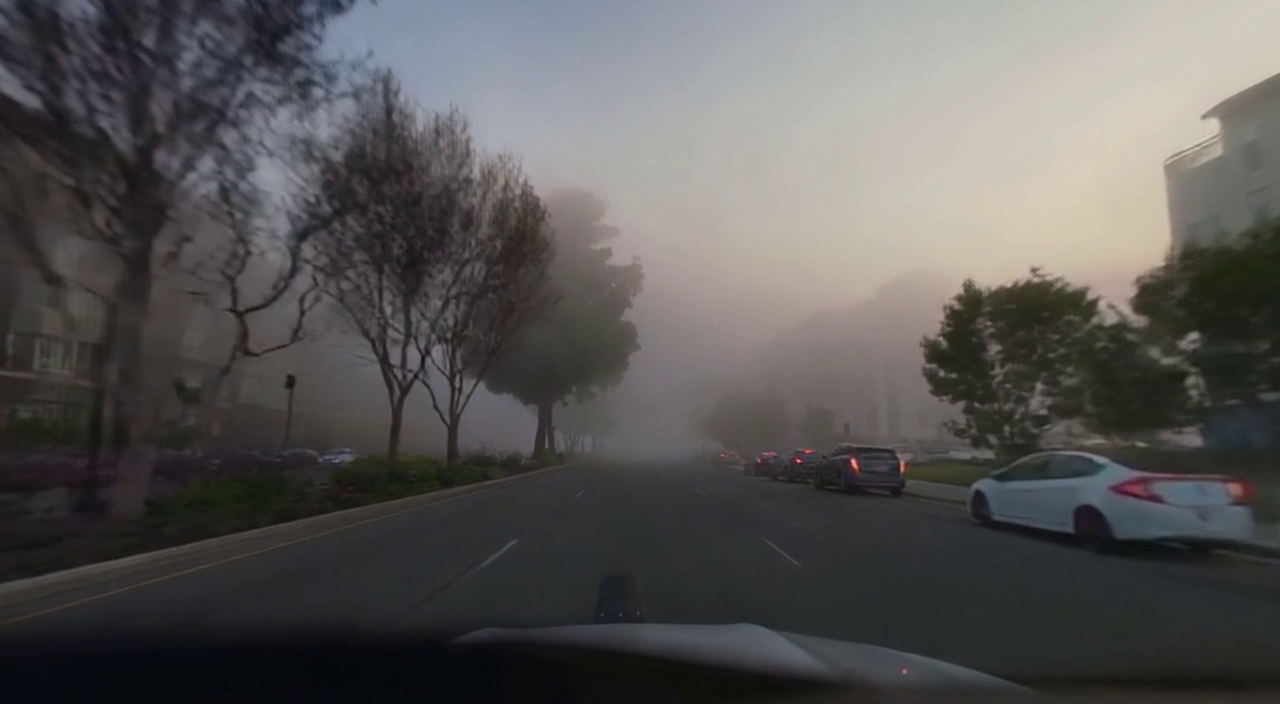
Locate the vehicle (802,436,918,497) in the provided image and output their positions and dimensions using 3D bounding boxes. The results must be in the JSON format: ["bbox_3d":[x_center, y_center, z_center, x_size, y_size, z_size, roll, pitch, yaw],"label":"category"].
[{"bbox_3d":[6.758,3.536,19.928,2.078,1.699,4.292,0,-8,-1],"label":"vehicle"}]

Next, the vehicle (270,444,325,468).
[{"bbox_3d":[-25.792,7.814,47.529,1.781,1.666,4.238,0,-8,0],"label":"vehicle"}]

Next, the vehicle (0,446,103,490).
[{"bbox_3d":[-25.897,4.964,27.279,1.730,1.734,4.001,0,-8,-2],"label":"vehicle"}]

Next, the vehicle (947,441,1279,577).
[{"bbox_3d":[6.991,2.075,9.360,2.145,1.470,4.693,1,-8,-5],"label":"vehicle"}]

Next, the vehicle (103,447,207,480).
[{"bbox_3d":[-25.861,5.935,33.798,1.996,1.650,4.382,0,-8,2],"label":"vehicle"}]

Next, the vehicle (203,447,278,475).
[{"bbox_3d":[-25.661,6.967,40.594,1.945,1.694,4.329,0,-8,0],"label":"vehicle"}]
